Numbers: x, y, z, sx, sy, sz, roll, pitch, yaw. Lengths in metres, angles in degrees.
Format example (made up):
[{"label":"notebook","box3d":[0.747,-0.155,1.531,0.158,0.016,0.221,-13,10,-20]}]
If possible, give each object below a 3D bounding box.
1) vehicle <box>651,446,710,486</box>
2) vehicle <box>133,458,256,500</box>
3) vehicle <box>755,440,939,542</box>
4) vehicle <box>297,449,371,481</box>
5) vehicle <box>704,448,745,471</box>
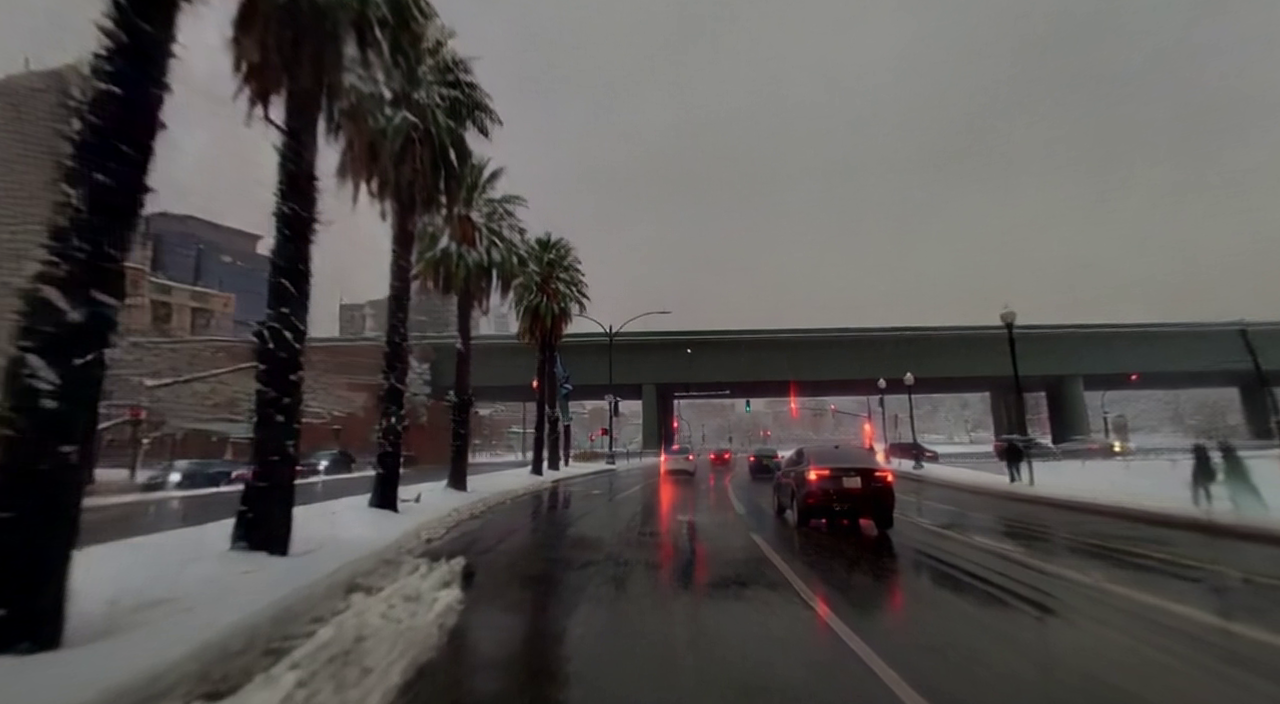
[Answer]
[{"label":"vehicle","box3d":[1.740,4.634,25.900,2.077,1.518,3.760,-2,-9,9]},{"label":"vehicle","box3d":[-18.152,5.176,25.974,1.912,1.482,4.495,0,-9,-2]},{"label":"vehicle","box3d":[3.576,2.479,12.027,2.051,1.509,4.933,-1,-9,3]},{"label":"vehicle","box3d":[-18.007,6.637,37.318,2.040,1.749,4.796,0,-9,-1]},{"label":"vehicle","box3d":[5.949,7.436,43.783,2.134,1.492,4.674,-2,-9,15]}]
